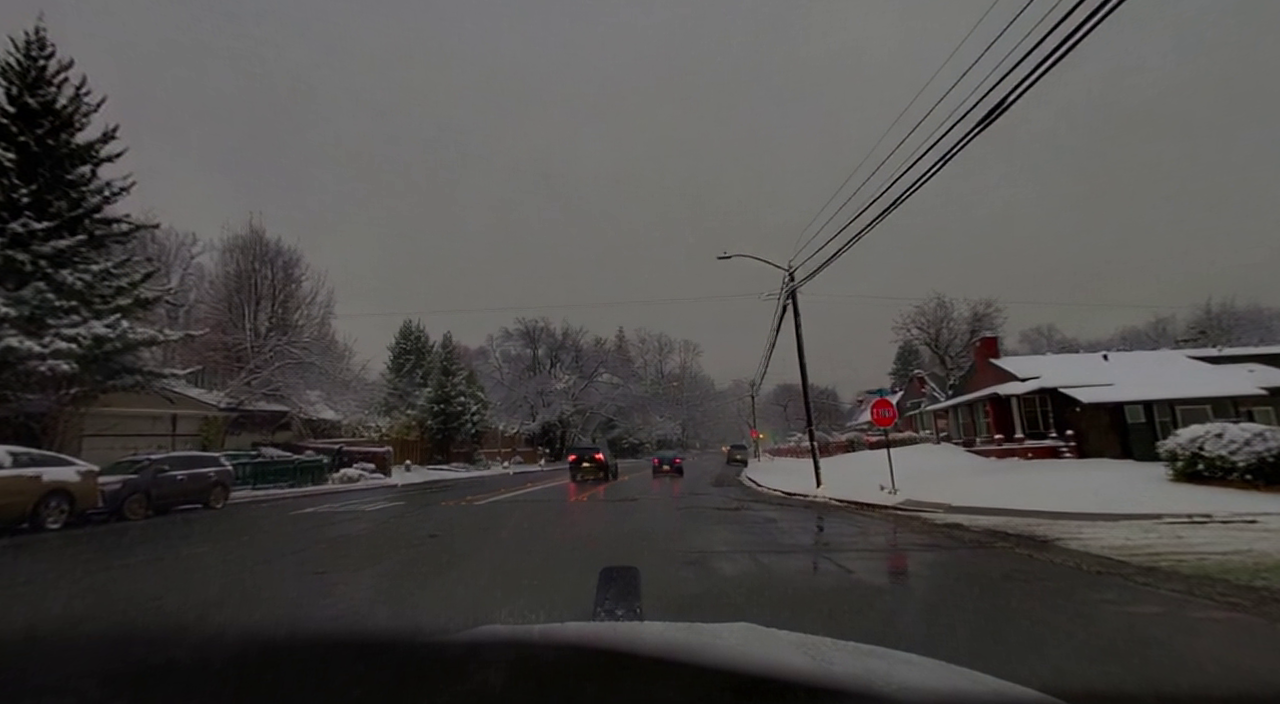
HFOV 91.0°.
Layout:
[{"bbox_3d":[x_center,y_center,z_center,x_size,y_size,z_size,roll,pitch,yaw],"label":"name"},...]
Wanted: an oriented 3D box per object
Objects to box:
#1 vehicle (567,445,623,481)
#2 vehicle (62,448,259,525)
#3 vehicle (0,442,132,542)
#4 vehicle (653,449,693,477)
[{"bbox_3d":[-2.253,5.754,32.947,2.178,1.695,4.339,-1,-9,6],"label":"vehicle"},{"bbox_3d":[-13.798,3.890,18.615,2.076,1.864,4.730,-3,-10,1],"label":"vehicle"},{"bbox_3d":[-14.124,2.965,13.064,2.191,1.980,5.888,-4,-8,1],"label":"vehicle"},{"bbox_3d":[1.986,6.331,36.250,1.955,1.459,4.383,-1,-9,7],"label":"vehicle"}]
